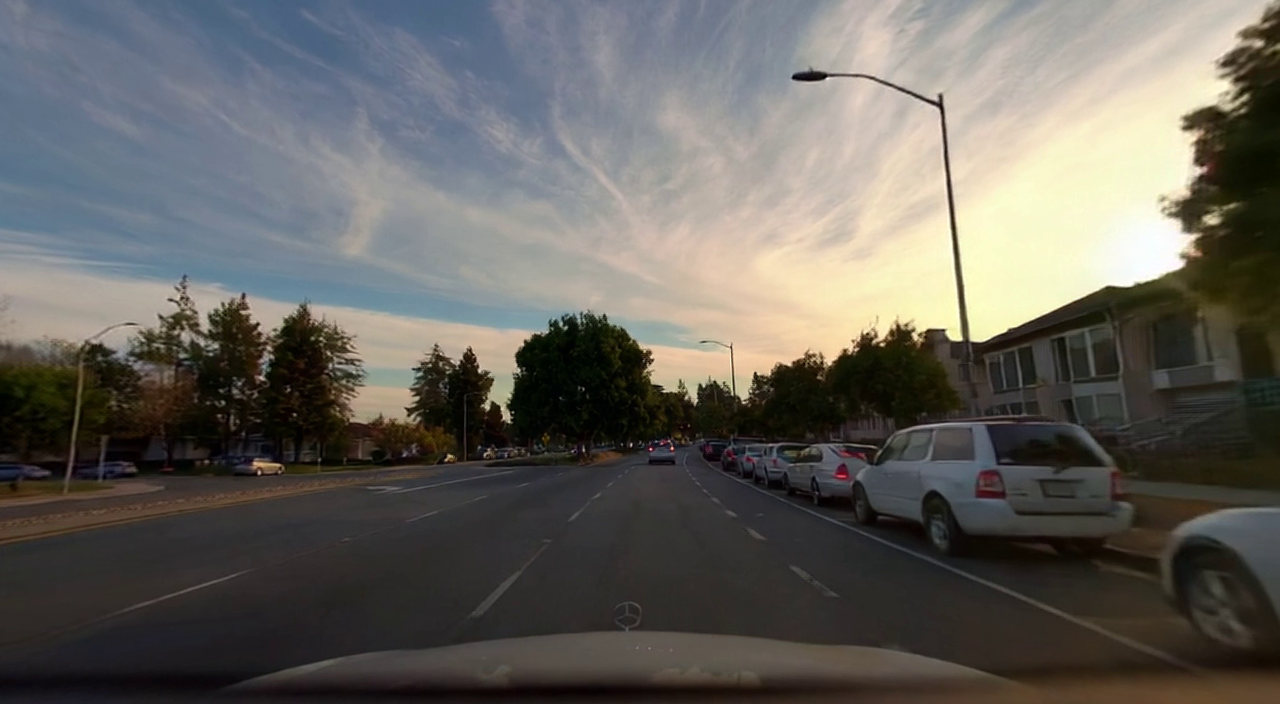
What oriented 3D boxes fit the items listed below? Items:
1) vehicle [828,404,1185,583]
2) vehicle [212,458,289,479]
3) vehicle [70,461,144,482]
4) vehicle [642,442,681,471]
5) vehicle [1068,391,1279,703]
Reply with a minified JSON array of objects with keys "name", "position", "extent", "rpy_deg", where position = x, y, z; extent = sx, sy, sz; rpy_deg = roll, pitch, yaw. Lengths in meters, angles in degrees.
[{"name":"vehicle","position":[4.335,1.740,8.606],"extent":[1.973,1.749,4.608],"rpy_deg":[0,-9,-2]},{"name":"vehicle","position":[-29.609,8.826,48.011],"extent":[4.591,1.468,1.805],"rpy_deg":[1,-9,-9]},{"name":"vehicle","position":[-41.102,9.179,48.611],"extent":[4.292,1.497,1.883],"rpy_deg":[-2,-9,8]},{"name":"vehicle","position":[1.183,5.742,34.794],"extent":[2.011,1.480,4.170],"rpy_deg":[-1,-9,2]},{"name":"vehicle","position":[4.280,0.883,2.399],"extent":[1.949,1.616,4.805],"rpy_deg":[0,-9,1]}]
